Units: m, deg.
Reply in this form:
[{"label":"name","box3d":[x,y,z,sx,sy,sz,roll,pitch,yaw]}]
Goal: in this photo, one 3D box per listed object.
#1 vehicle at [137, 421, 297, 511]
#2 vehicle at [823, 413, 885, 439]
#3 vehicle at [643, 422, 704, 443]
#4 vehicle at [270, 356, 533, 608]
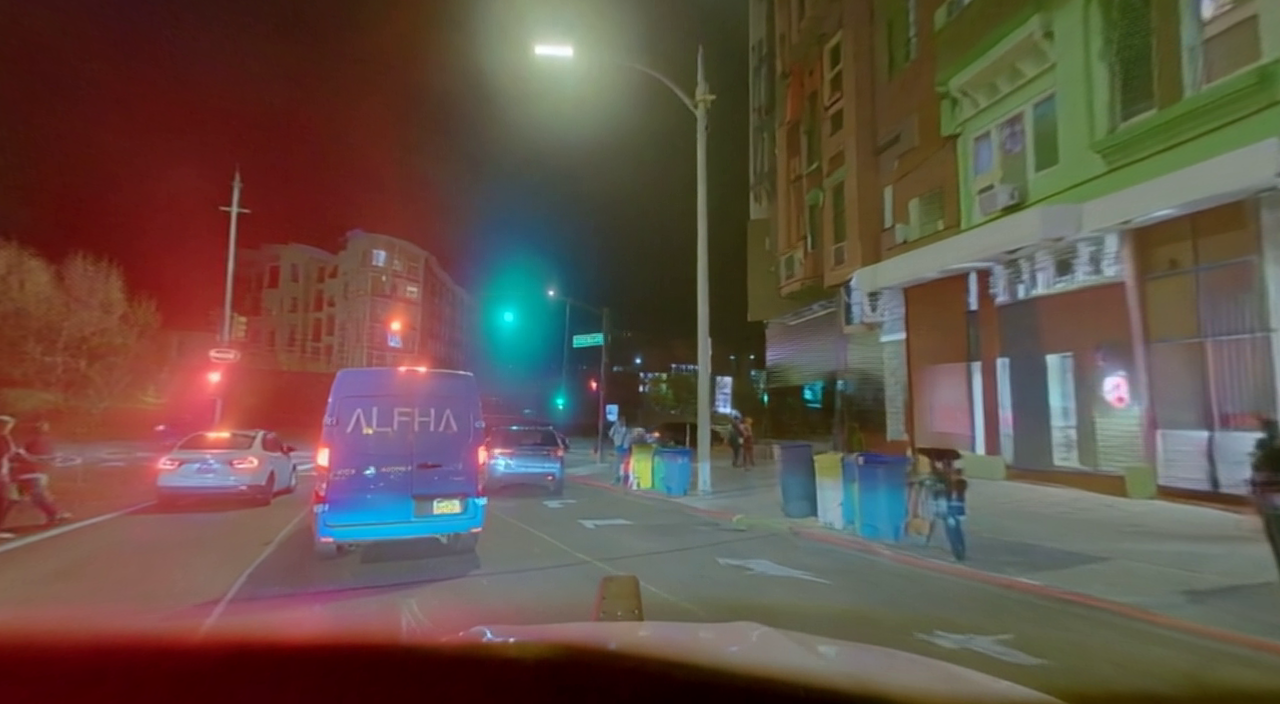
[{"label":"vehicle","box3d":[-8.078,2.150,12.397,1.841,1.461,3.426,3,-8,-22]},{"label":"vehicle","box3d":[14.800,5.140,43.547,4.020,1.572,1.718,6,-10,-27]},{"label":"vehicle","box3d":[2.330,5.666,44.351,3.885,1.449,1.757,3,-8,-23]},{"label":"vehicle","box3d":[-2.660,1.289,7.179,1.951,1.907,4.266,3,-8,-21]}]
